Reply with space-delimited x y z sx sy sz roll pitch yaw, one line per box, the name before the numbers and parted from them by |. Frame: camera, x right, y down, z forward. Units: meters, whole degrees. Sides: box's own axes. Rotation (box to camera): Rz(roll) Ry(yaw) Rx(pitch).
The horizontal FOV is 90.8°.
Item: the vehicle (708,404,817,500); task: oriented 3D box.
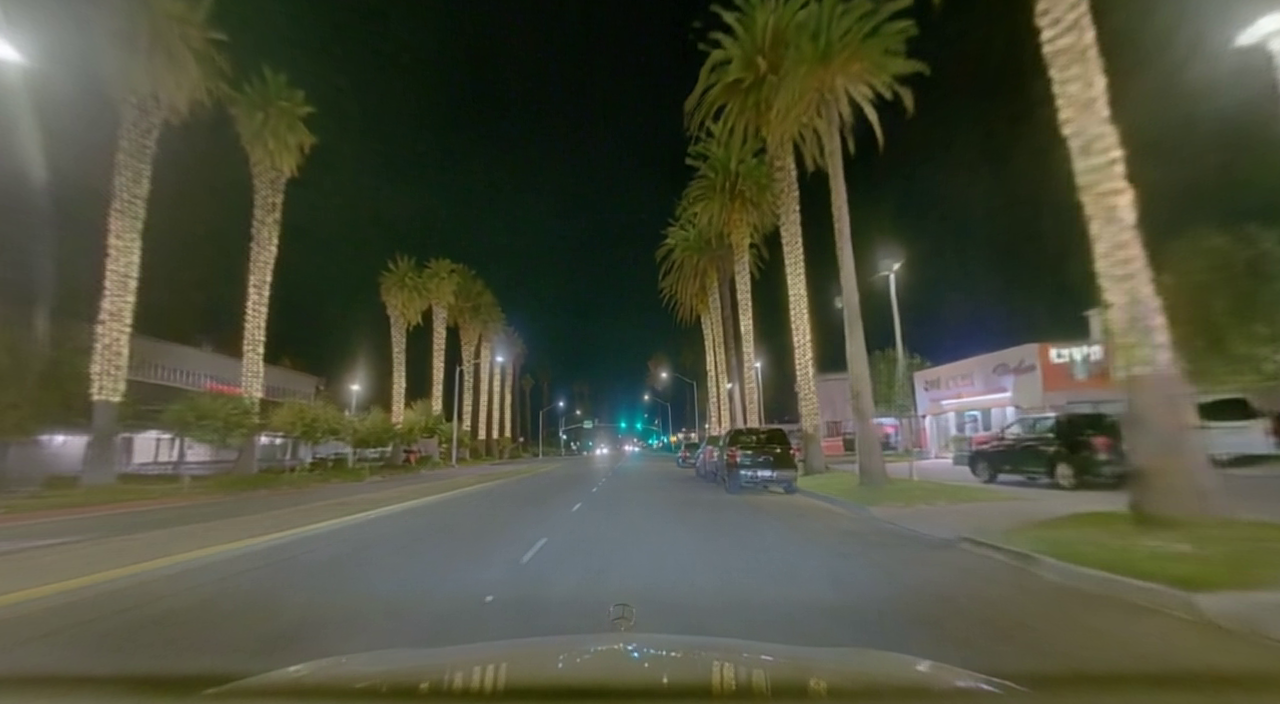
vehicle | 3.574 3.084 19.722 2.221 2.552 5.594 0 -9 0
